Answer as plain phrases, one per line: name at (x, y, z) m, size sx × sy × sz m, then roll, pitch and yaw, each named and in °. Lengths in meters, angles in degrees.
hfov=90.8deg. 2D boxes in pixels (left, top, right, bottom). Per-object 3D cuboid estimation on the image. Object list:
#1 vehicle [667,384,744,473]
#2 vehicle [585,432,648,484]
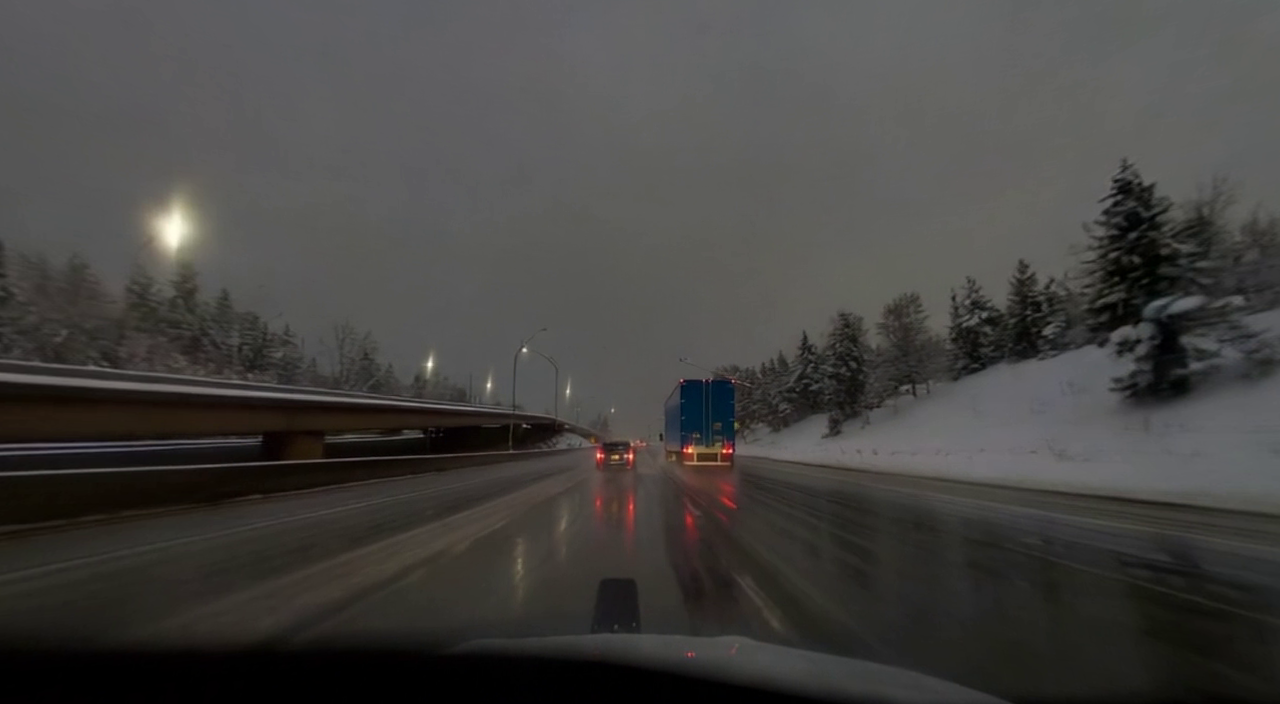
vehicle at (3.193, 4.222, 33.839) m, size 2.964 × 4.063 × 10.072 m, roll 0°, pitch -9°, yaw 0°
vehicle at (-0.749, 3.884, 23.306) m, size 2.077 × 1.716 × 4.514 m, roll 0°, pitch -9°, yaw 1°
